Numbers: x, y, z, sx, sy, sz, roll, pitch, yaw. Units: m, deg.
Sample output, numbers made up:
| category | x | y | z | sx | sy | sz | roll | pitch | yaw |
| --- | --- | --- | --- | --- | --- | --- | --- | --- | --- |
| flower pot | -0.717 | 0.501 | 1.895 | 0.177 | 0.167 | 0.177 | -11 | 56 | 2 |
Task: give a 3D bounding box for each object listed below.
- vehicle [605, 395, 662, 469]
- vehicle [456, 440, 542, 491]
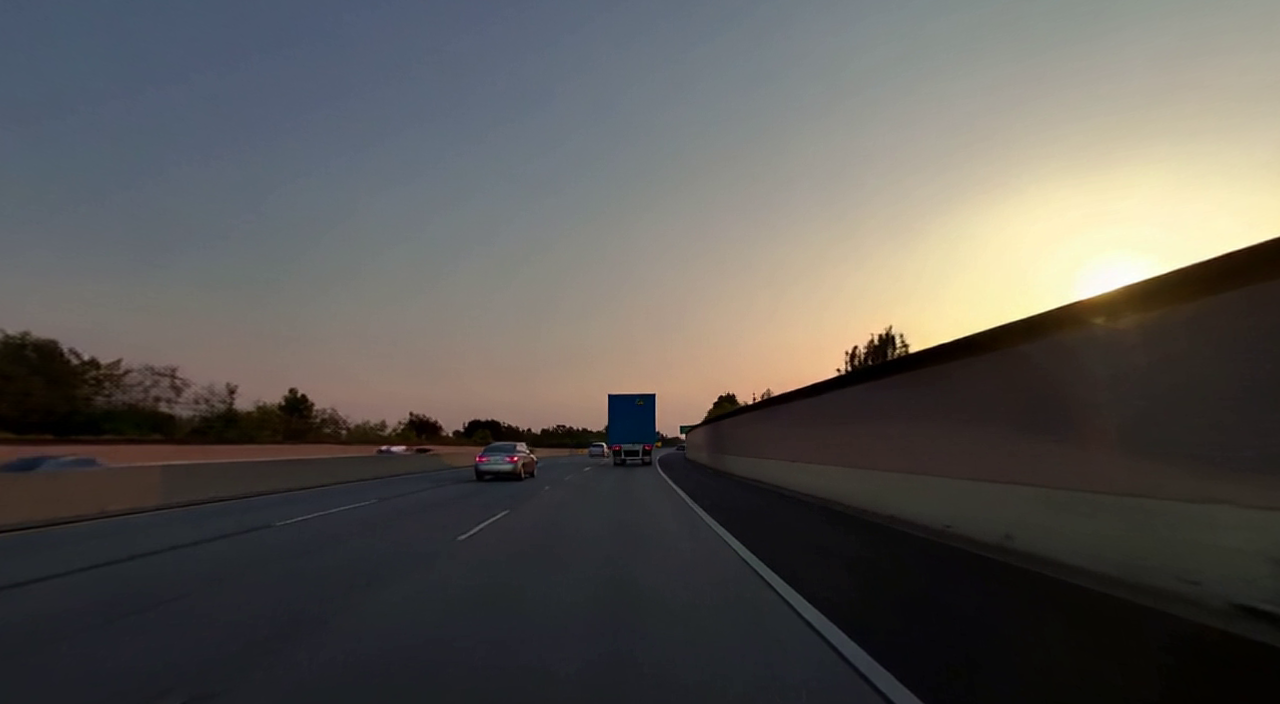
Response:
| category | x | y | z | sx | sy | sz | roll | pitch | yaw |
| --- | --- | --- | --- | --- | --- | --- | --- | --- | --- |
| vehicle | -0.389 | 5.250 | 40.132 | 3.123 | 4.094 | 10.812 | 0 | -9 | 0 |
| vehicle | -4.502 | 3.683 | 20.589 | 1.895 | 1.500 | 3.808 | 0 | -9 | 1 |
